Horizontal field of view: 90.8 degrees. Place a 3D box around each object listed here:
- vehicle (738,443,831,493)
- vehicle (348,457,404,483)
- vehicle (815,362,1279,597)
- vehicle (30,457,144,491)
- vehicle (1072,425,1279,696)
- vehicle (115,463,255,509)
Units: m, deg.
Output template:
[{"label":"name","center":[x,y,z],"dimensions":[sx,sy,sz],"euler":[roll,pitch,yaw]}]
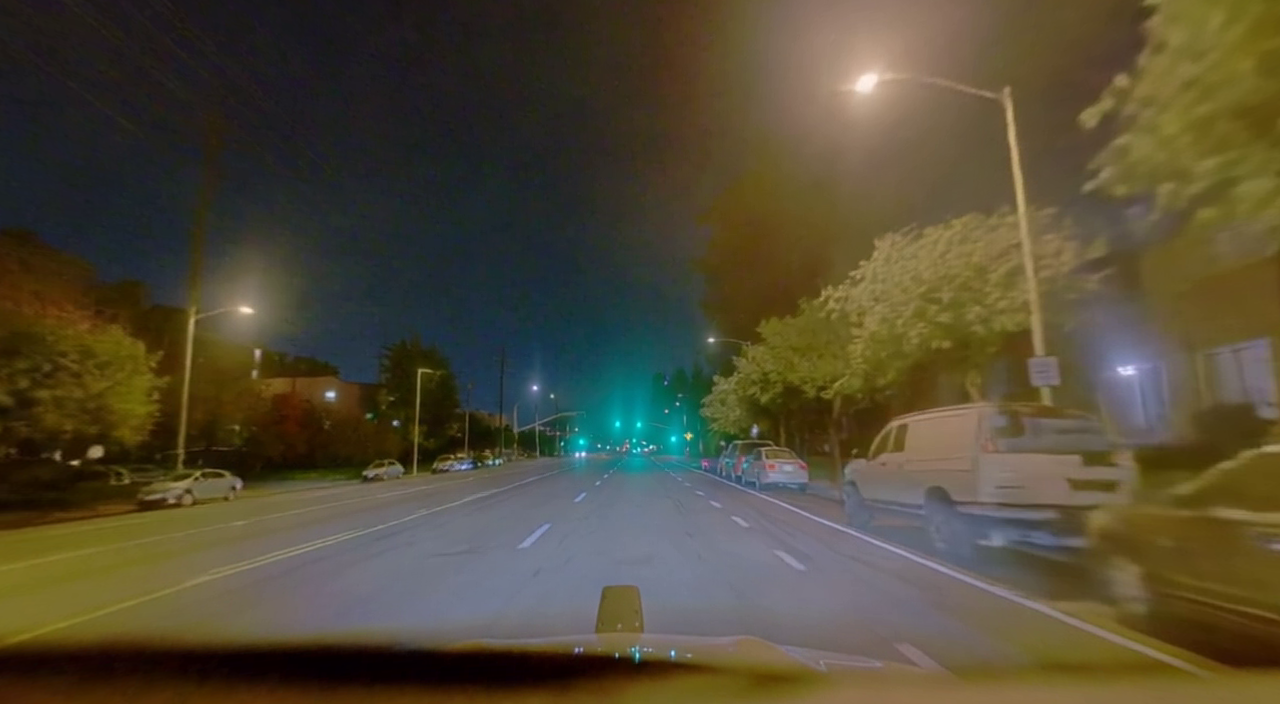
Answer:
[{"label":"vehicle","center":[4.587,3.754,20.840],"dimensions":[1.844,1.426,4.916],"euler":[0,-9,0]},{"label":"vehicle","center":[-17.614,7.877,42.410],"dimensions":[1.811,1.505,4.507],"euler":[0,-9,0]},{"label":"vehicle","center":[4.554,1.568,8.642],"dimensions":[2.438,2.086,5.821],"euler":[0,-9,-2]},{"label":"vehicle","center":[-30.093,6.621,34.475],"dimensions":[4.245,1.668,2.025],"euler":[0,-8,-2]},{"label":"vehicle","center":[4.511,1.006,2.680],"dimensions":[2.074,1.457,4.633],"euler":[0,-10,0]},{"label":"vehicle","center":[-17.741,5.218,24.979],"dimensions":[2.039,1.508,4.613],"euler":[-1,-9,1]}]
